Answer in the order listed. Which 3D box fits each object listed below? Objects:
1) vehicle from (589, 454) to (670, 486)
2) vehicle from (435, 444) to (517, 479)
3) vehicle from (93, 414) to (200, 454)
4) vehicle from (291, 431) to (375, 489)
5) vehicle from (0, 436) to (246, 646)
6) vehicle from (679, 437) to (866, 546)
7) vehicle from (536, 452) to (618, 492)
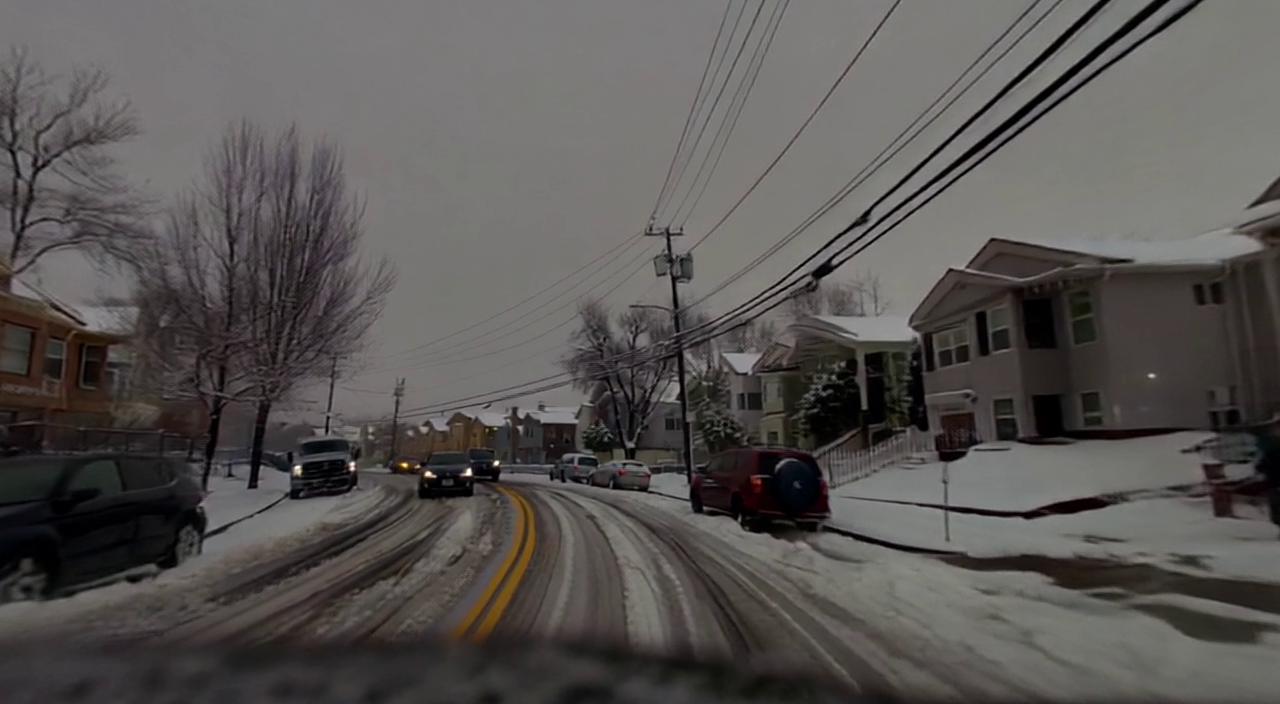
[{"bbox_3d":[-0.568,6.558,35.314,4.163,1.586,2.023,7,-11,-39],"label":"vehicle"},{"bbox_3d":[-10.270,6.783,39.297,2.449,1.869,5.504,15,-16,-41],"label":"vehicle"},{"bbox_3d":[-26.483,4.468,34.003,1.861,1.569,4.064,-11,-20,41],"label":"vehicle"},{"bbox_3d":[-11.440,4.059,23.521,2.378,1.840,5.389,6,-12,-26],"label":"vehicle"},{"bbox_3d":[-6.266,1.729,6.257,2.023,1.674,4.556,-1,-8,-4],"label":"vehicle"},{"bbox_3d":[2.360,2.633,12.683,1.994,1.682,4.750,4,-9,-10],"label":"vehicle"},{"bbox_3d":[-2.904,5.267,28.037,1.923,1.531,4.568,8,-11,-27],"label":"vehicle"}]
